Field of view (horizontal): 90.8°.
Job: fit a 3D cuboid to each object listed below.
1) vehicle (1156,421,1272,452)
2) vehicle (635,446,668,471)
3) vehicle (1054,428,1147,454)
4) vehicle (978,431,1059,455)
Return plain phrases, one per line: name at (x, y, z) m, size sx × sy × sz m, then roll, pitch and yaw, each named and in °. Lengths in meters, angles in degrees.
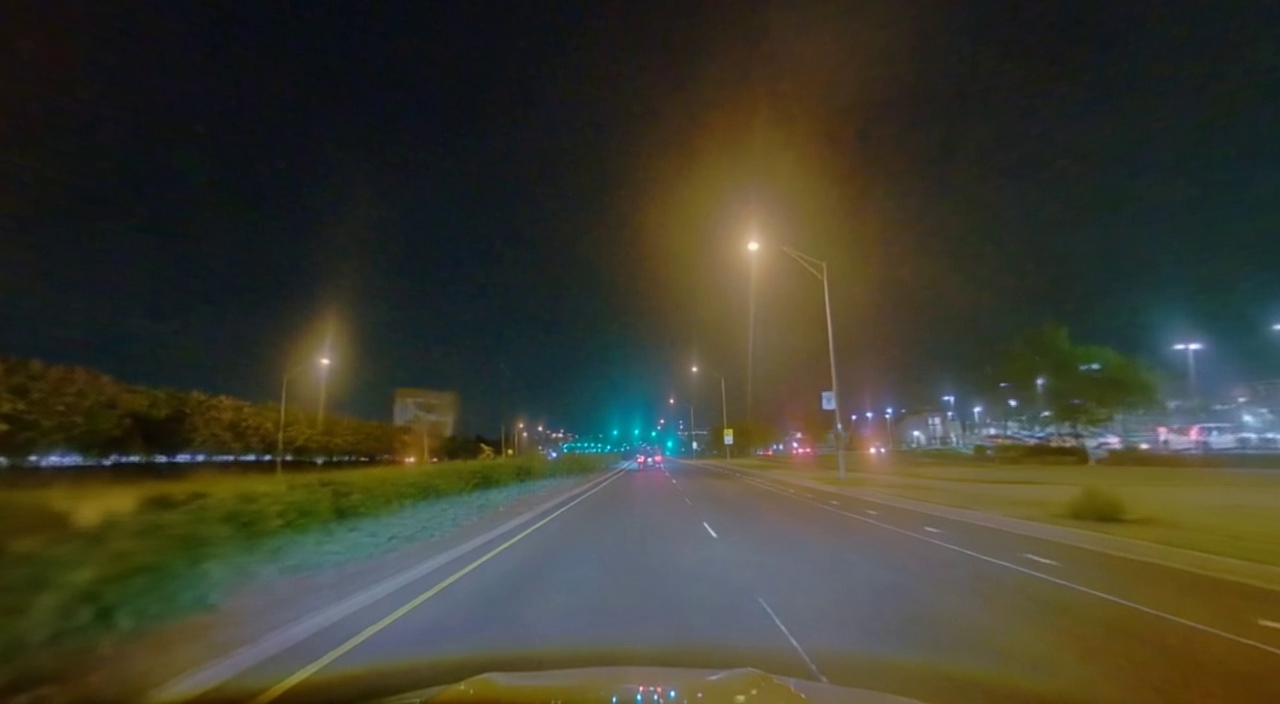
vehicle at (28.918, 4.336, 32.017) m, size 1.791 × 1.448 × 4.027 m, roll 0°, pitch -9°, yaw -6°
vehicle at (0.715, 7.243, 43.314) m, size 2.158 × 1.600 × 3.865 m, roll 0°, pitch -9°, yaw -1°
vehicle at (27.767, 5.427, 38.268) m, size 1.847 × 1.451 × 4.470 m, roll 1°, pitch -9°, yaw -8°
vehicle at (26.807, 6.510, 45.021) m, size 2.143 × 1.623 × 5.235 m, roll 0°, pitch -9°, yaw -5°
